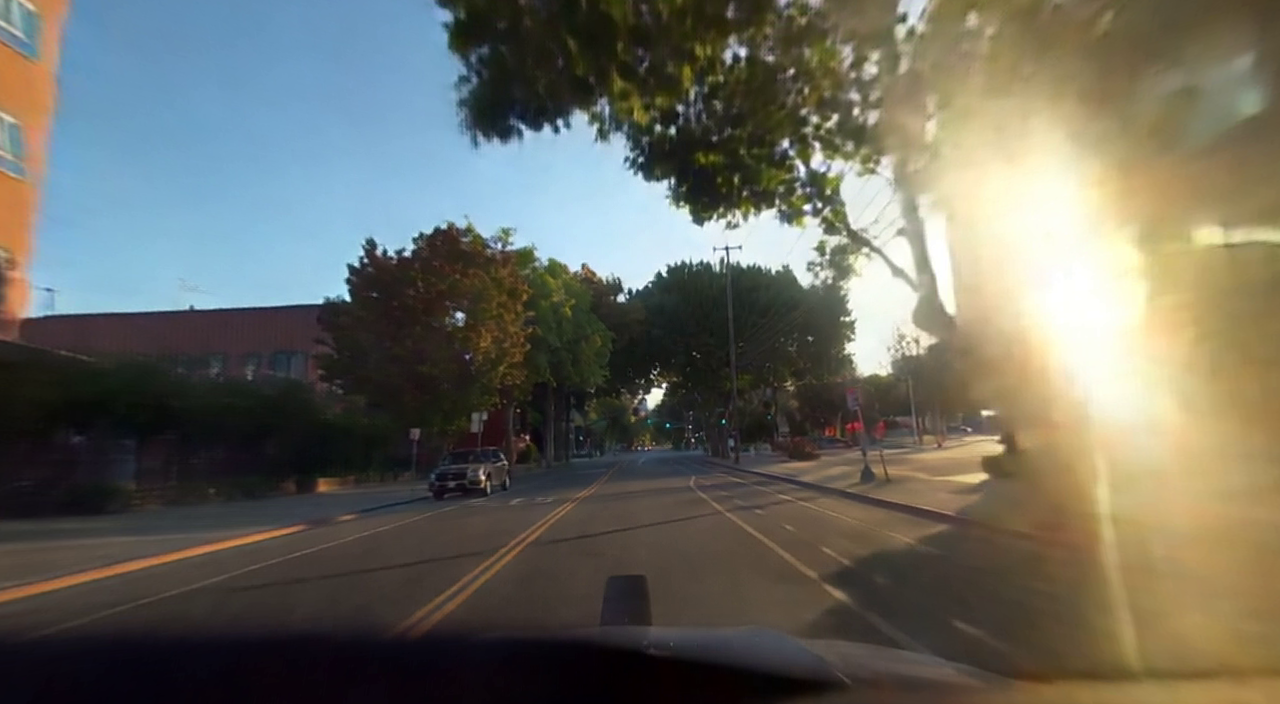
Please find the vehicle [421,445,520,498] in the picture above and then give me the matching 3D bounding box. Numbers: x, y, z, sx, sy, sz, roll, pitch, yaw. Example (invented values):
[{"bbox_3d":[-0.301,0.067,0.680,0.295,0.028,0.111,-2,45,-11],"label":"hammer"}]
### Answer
[{"bbox_3d":[-5.983,4.255,22.980,2.147,1.701,4.879,0,-8,1],"label":"vehicle"}]
